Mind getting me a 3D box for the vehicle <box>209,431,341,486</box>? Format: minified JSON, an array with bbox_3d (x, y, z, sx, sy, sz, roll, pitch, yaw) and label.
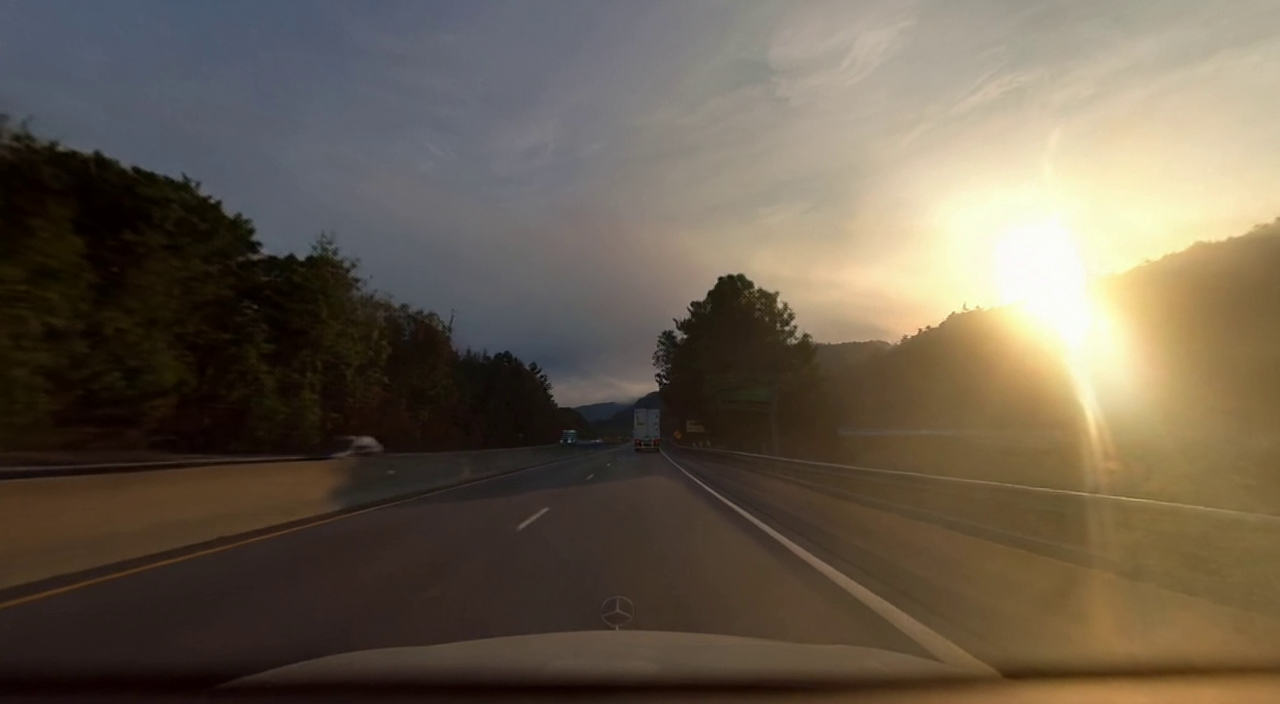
[{"bbox_3d":[-13.504,3.940,23.717,2.196,1.819,4.662,0,-8,-1],"label":"vehicle"}]
